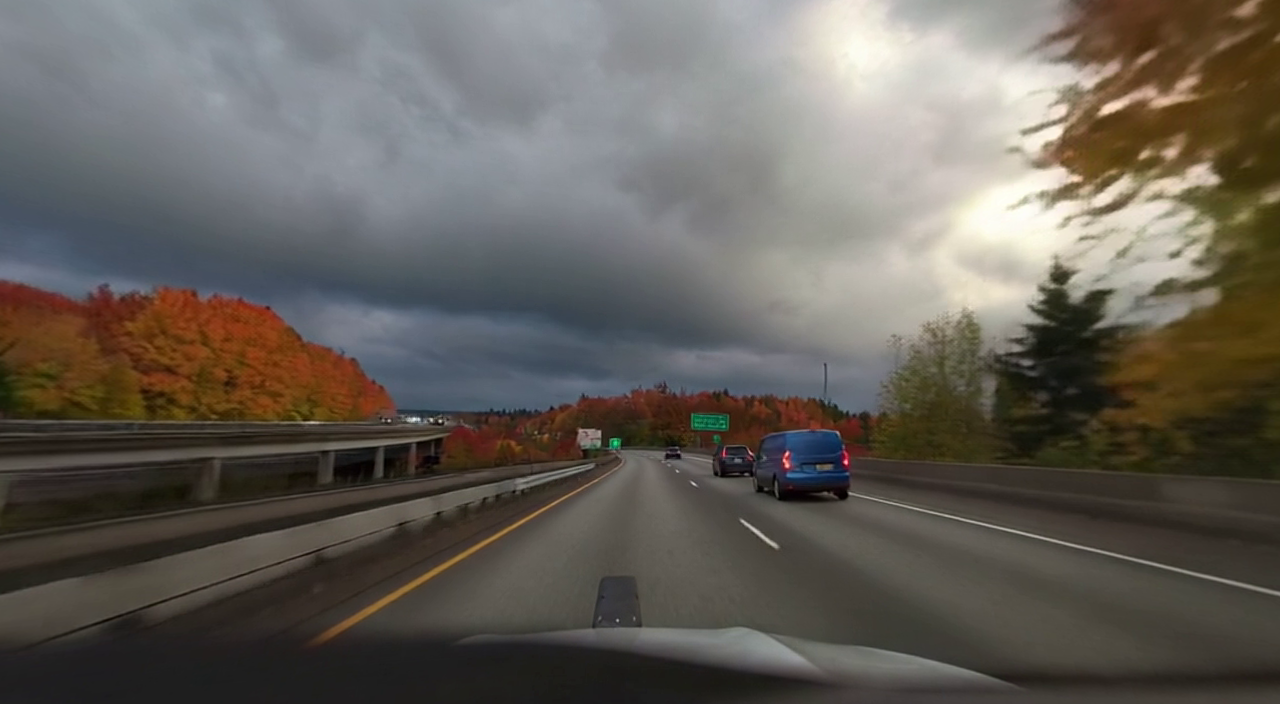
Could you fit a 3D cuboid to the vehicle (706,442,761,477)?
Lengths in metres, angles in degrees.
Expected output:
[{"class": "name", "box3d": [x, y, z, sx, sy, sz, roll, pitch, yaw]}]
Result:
[{"class": "vehicle", "box3d": [4.394, 5.125, 29.994, 1.952, 1.536, 4.036, 0, -9, -1]}]

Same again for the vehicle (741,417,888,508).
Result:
[{"class": "vehicle", "box3d": [4.150, 2.755, 15.954, 2.205, 1.923, 4.956, 0, -9, -1]}]
